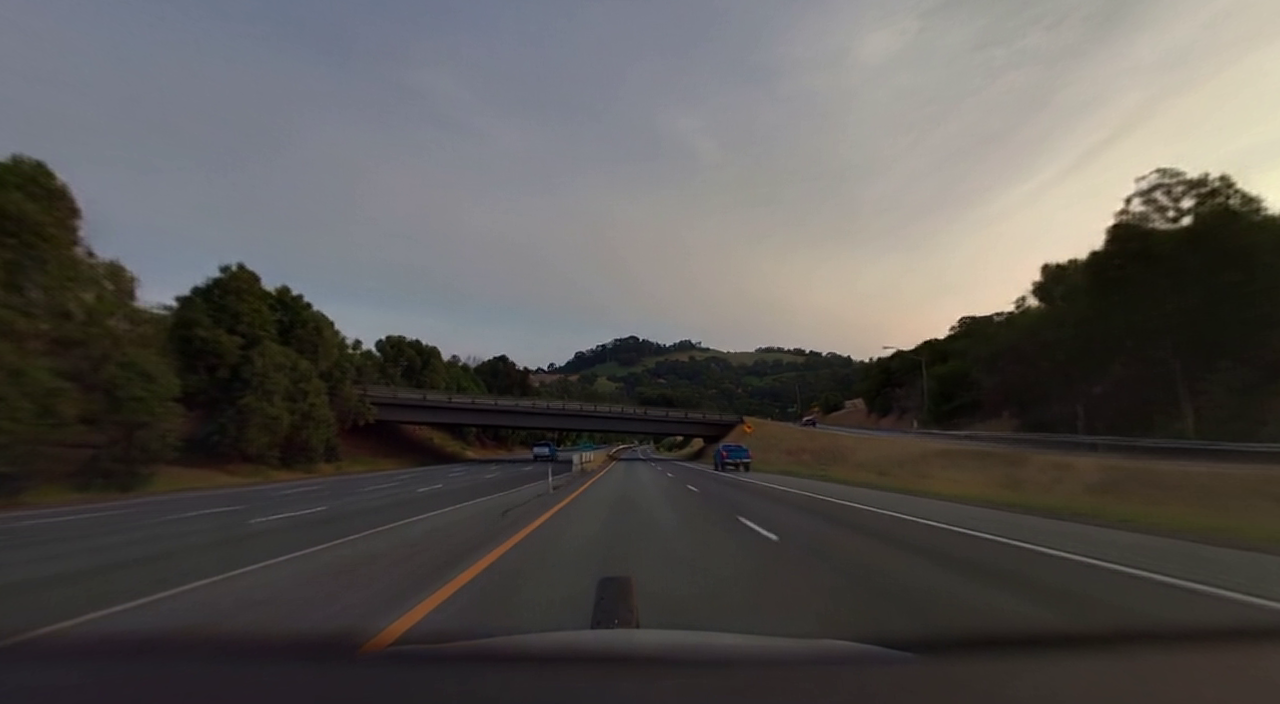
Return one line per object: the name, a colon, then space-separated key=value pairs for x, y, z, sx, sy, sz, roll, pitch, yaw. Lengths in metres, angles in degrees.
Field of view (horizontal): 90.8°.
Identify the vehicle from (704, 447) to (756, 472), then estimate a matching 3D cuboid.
vehicle: x=6.560 y=7.908 z=46.860 sx=2.406 sy=1.702 sz=6.765 roll=1 pitch=-9 yaw=-4
